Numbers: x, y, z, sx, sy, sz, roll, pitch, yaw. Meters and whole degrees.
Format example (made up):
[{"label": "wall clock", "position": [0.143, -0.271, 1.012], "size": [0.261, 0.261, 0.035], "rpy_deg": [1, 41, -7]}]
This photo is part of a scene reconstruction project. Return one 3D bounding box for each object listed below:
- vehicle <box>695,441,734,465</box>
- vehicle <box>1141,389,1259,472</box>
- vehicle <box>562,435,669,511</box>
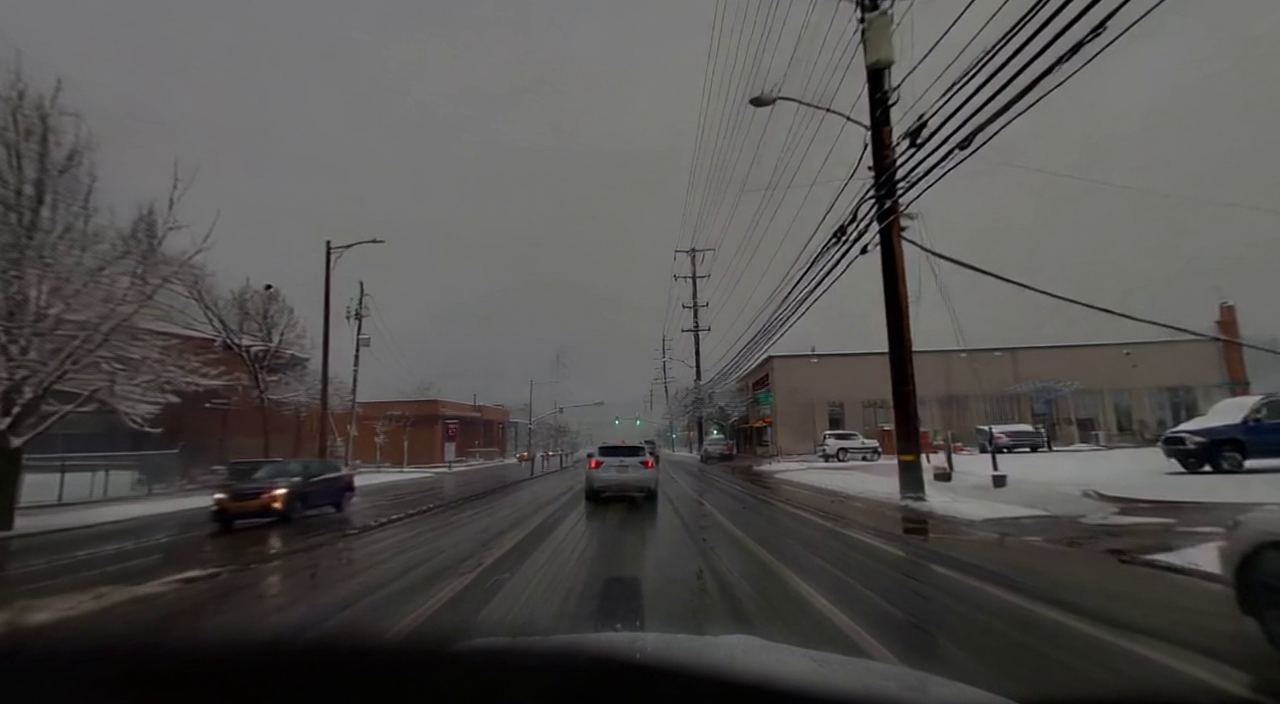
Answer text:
[{"label": "vehicle", "position": [4.798, 6.575, 41.165], "size": [1.908, 1.470, 3.935], "rpy_deg": [0, -8, -2]}, {"label": "vehicle", "position": [16.872, 2.450, 19.334], "size": [2.183, 2.144, 5.879], "rpy_deg": [-7, -11, 38]}, {"label": "vehicle", "position": [-0.507, 2.708, 14.607], "size": [2.116, 1.479, 3.980], "rpy_deg": [0, -8, -1]}]
